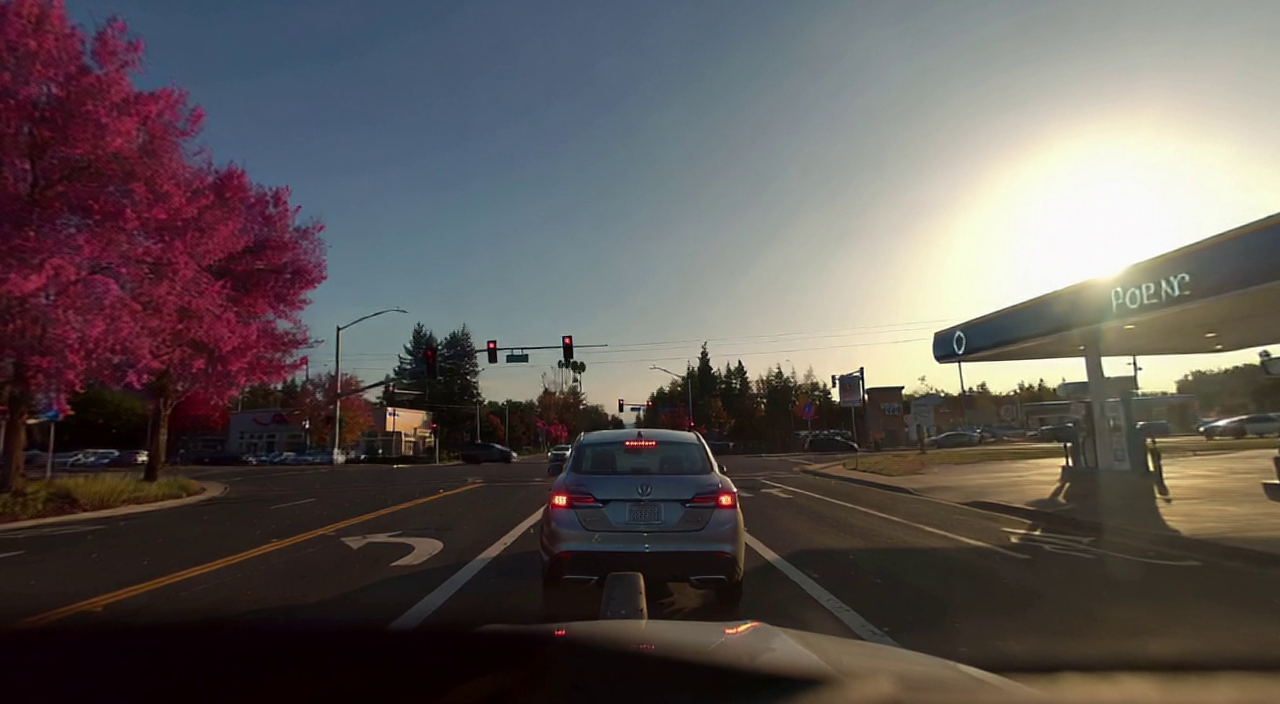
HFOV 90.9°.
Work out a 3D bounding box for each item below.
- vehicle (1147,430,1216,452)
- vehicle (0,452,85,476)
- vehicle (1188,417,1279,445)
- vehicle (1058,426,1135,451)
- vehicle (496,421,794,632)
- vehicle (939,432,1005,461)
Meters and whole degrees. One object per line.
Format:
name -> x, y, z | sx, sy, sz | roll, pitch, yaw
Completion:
vehicle -> 40.951, 6.719, 47.703 | 3.573, 1.432, 1.604 | -3, -8, 1
vehicle -> -39.296, 7.209, 40.685 | 4.813, 1.455, 1.889 | 5, -10, -32
vehicle -> 36.324, 4.856, 38.477 | 1.848, 1.581, 4.475 | -1, -8, 3
vehicle -> 34.649, 6.590, 47.895 | 4.294, 1.557, 1.744 | -4, -8, 1
vehicle -> 0.018, 1.539, 6.573 | 2.112, 1.482, 4.057 | 0, -8, -1
vehicle -> 18.395, 5.235, 34.851 | 2.053, 1.495, 4.091 | -8, -12, 44
